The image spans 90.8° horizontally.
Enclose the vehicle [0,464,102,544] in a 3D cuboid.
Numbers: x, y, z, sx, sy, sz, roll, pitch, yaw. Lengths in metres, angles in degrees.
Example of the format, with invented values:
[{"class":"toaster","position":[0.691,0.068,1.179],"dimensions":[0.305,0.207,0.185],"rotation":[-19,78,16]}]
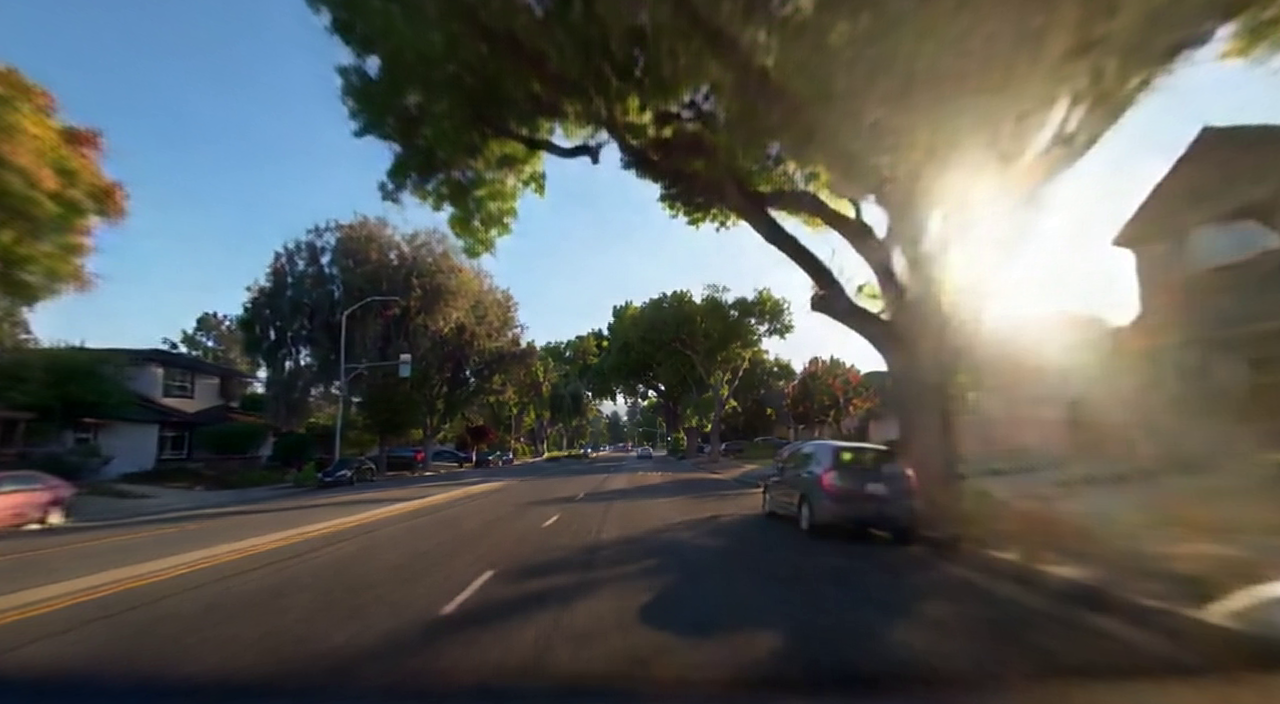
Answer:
[{"class":"vehicle","position":[-13.809,3.082,12.669],"dimensions":[2.021,1.513,4.568],"rotation":[0,-9,-1]}]

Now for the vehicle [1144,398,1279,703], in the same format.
[{"class":"vehicle","position":[3.447,0.639,0.278],"dimensions":[2.034,1.551,5.272],"rotation":[0,-9,-1]}]

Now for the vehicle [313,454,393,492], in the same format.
[{"class":"vehicle","position":[-13.934,5.856,30.983],"dimensions":[1.876,1.495,4.647],"rotation":[-4,-9,-2]}]

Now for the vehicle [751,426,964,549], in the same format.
[{"class":"vehicle","position":[3.428,2.227,11.100],"dimensions":[2.078,1.679,4.562],"rotation":[0,-9,0]}]
